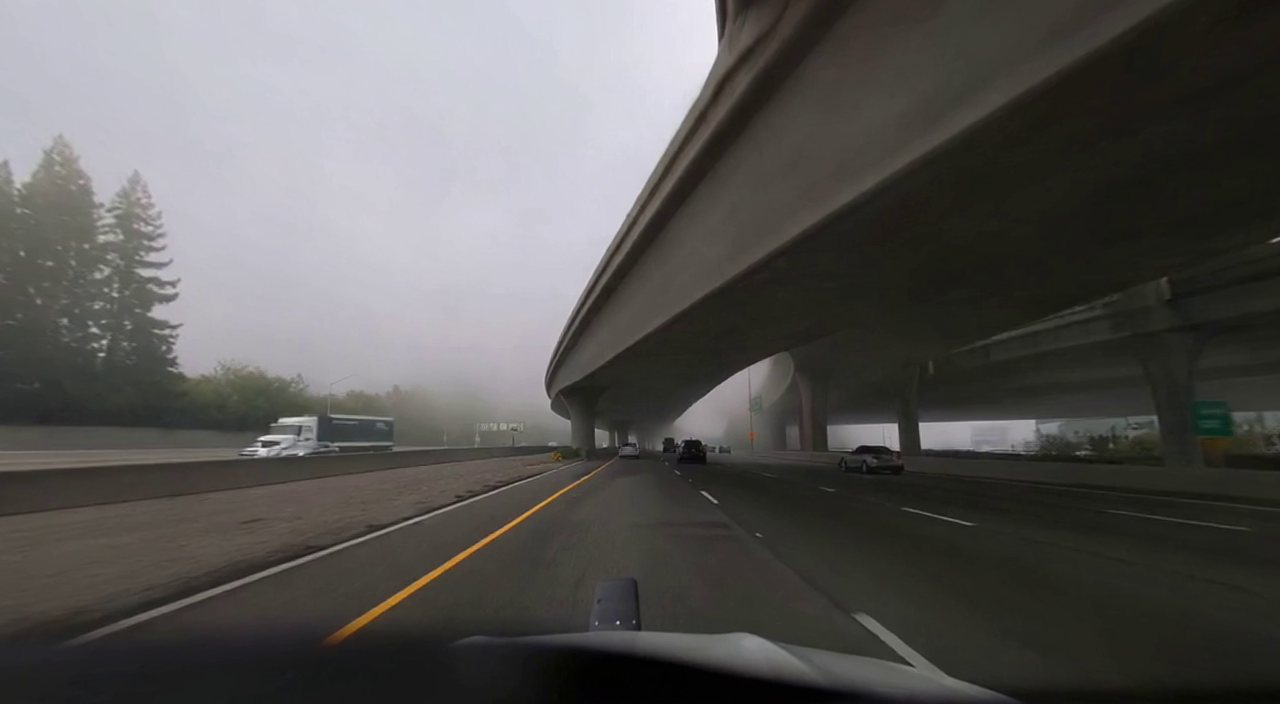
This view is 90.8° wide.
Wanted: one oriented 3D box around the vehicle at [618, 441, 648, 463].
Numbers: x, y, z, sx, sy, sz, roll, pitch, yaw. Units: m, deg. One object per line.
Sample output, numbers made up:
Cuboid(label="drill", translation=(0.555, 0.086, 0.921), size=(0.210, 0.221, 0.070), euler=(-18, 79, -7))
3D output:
Cuboid(label="vehicle", translation=(-0.483, 7.242, 45.766), size=(2.046, 1.475, 3.784), euler=(0, -9, 1))

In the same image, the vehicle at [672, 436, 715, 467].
Cuboid(label="vehicle", translation=(3.290, 6.244, 39.780), size=(2.226, 1.779, 4.835), euler=(0, -9, -1))
